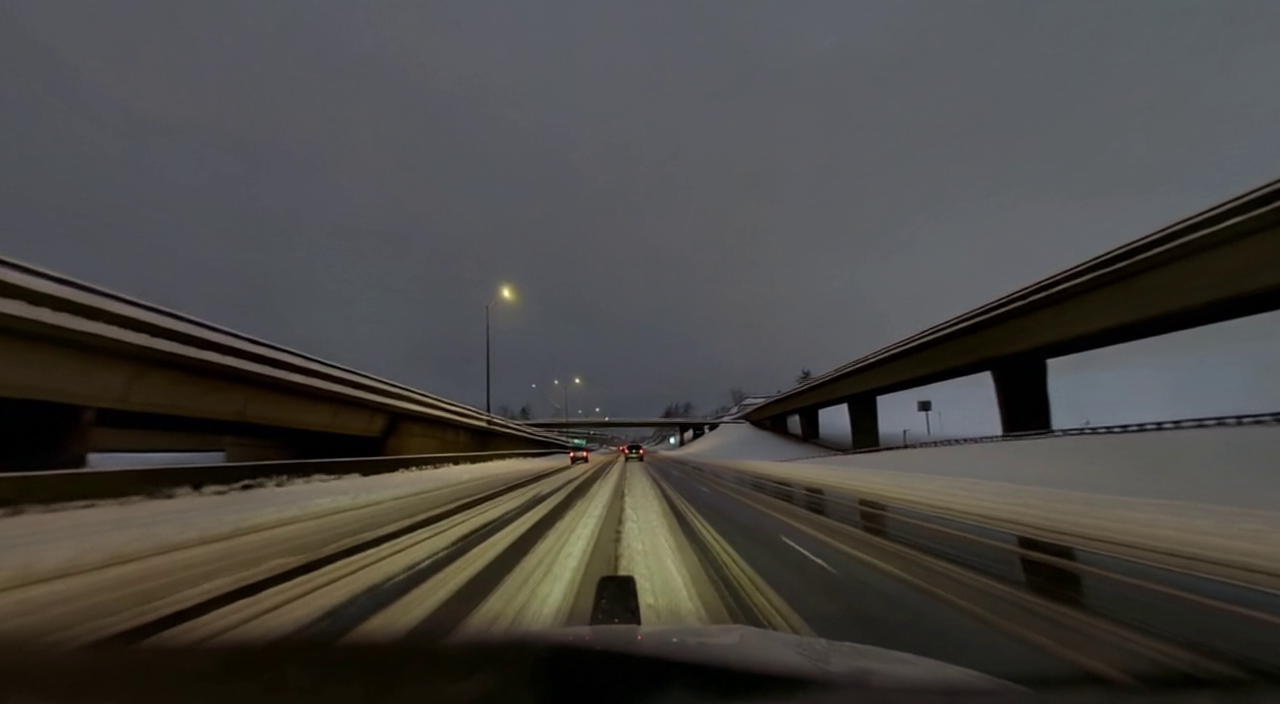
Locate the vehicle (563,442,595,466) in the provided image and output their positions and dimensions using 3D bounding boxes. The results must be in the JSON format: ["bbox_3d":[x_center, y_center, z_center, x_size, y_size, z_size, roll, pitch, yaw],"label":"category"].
[{"bbox_3d":[-4.385,7.403,46.139,2.000,1.646,4.201,0,-8,-1],"label":"vehicle"}]

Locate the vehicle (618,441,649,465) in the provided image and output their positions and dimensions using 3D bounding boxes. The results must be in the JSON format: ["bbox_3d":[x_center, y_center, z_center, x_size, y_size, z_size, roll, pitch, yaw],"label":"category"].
[{"bbox_3d":[-0.483,7.327,45.924,2.132,1.657,3.967,0,-8,-1],"label":"vehicle"}]
